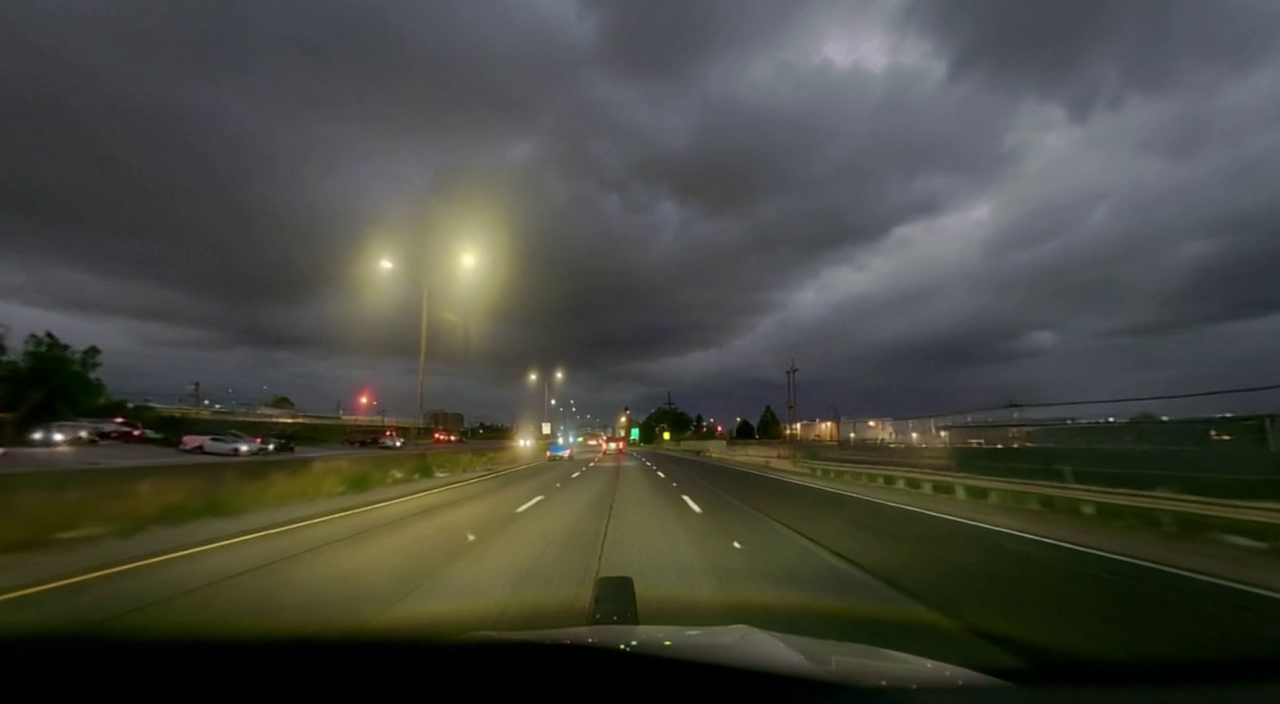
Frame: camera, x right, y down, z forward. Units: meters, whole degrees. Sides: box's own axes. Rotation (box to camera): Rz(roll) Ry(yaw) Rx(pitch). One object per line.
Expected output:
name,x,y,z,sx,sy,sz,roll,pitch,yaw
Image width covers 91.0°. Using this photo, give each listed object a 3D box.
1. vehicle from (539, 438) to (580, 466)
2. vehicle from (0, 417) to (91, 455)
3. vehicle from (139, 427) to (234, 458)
vehicle,-4.755,5.992,37.825,2.045,1.547,4.162,0,-8,-2
vehicle,-41.679,5.743,42.805,5.841,2.498,2.655,0,-8,-5
vehicle,-30.765,6.152,42.822,4.674,1.939,2.061,0,-8,-7
